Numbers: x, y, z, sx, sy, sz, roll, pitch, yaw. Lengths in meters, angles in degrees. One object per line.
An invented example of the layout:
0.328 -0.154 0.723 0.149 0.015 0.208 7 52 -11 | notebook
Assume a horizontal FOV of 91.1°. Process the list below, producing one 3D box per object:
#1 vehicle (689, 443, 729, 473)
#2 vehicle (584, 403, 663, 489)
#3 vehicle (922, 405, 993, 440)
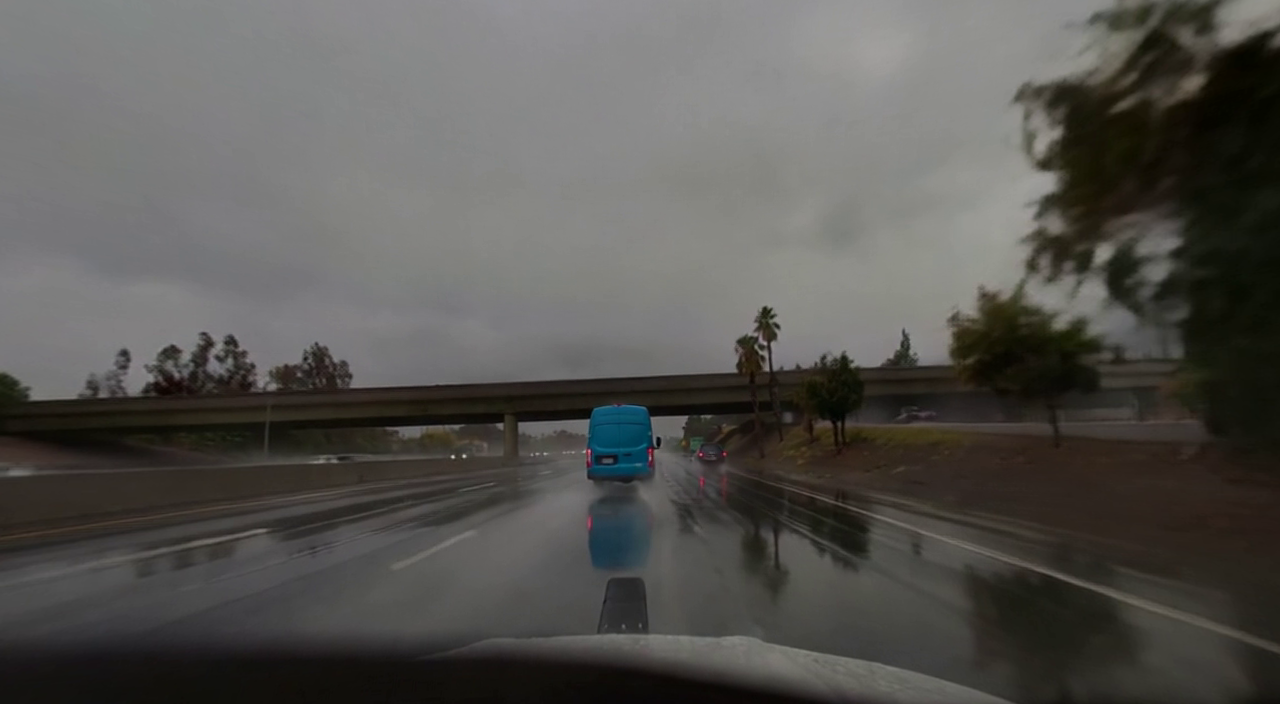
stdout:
4.032 6.273 37.418 1.987 1.648 3.984 0 -9 1 | vehicle
-0.444 3.491 23.277 2.476 2.776 5.598 -1 -9 3 | vehicle
22.830 5.173 45.431 2.445 2.240 5.659 -1 -9 4 | vehicle
